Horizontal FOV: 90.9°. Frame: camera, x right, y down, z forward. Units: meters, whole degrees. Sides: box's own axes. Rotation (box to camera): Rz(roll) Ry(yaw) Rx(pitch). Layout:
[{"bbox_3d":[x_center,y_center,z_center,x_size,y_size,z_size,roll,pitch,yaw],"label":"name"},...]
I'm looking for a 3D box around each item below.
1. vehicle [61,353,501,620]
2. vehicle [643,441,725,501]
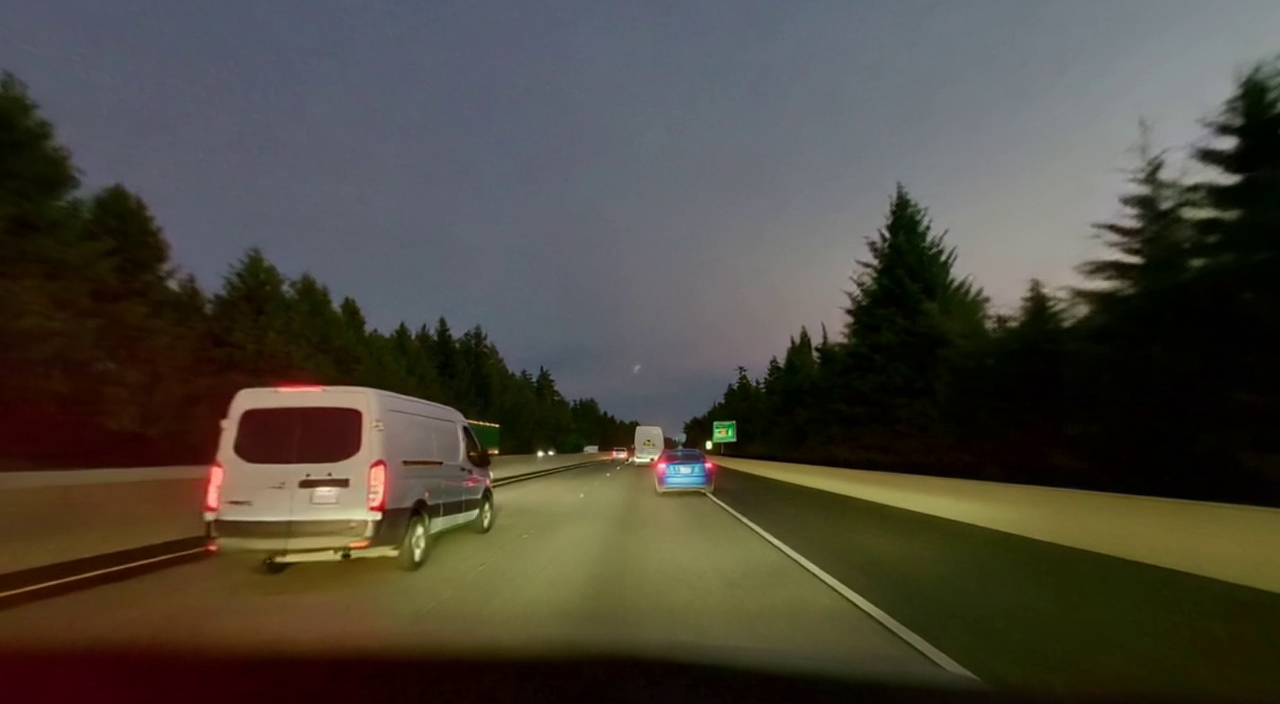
[{"bbox_3d":[-3.285,1.397,7.369,2.217,2.033,4.975,0,-9,-1],"label":"vehicle"},{"bbox_3d":[1.100,3.249,17.545,2.012,1.485,3.649,0,-9,0],"label":"vehicle"}]
